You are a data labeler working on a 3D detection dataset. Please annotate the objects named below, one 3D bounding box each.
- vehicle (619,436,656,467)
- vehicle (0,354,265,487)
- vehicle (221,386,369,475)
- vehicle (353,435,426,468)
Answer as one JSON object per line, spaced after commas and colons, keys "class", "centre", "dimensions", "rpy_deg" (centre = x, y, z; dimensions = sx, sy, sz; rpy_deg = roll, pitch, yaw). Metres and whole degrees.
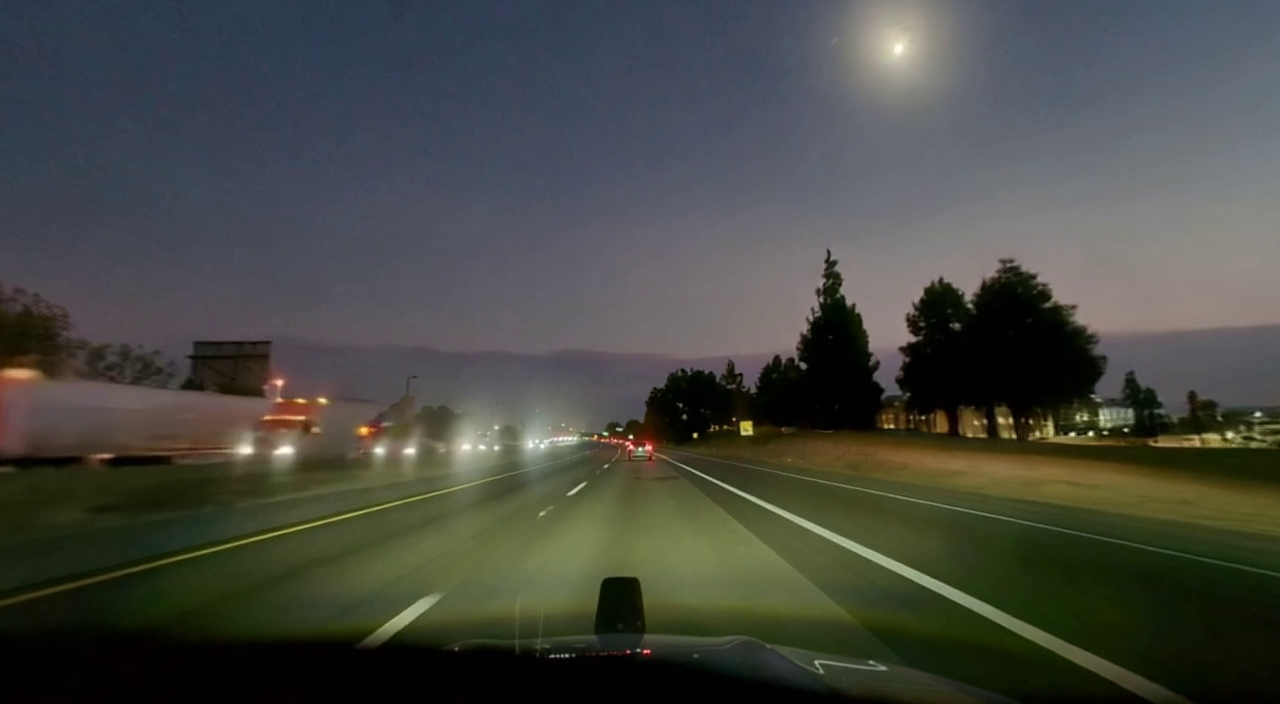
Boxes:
{"class": "vehicle", "centre": [-0.177, 5.811, 36.834], "dimensions": [2.029, 1.666, 4.064], "rpy_deg": [0, -8, -1]}
{"class": "vehicle", "centre": [-21.838, 3.075, 25.997], "dimensions": [3.278, 4.147, 15.225], "rpy_deg": [0, -8, 0]}
{"class": "vehicle", "centre": [-17.460, 4.156, 32.718], "dimensions": [2.993, 3.993, 8.266], "rpy_deg": [0, -8, 0]}
{"class": "vehicle", "centre": [-13.589, 5.420, 34.464], "dimensions": [1.987, 1.655, 4.982], "rpy_deg": [0, -8, 0]}
